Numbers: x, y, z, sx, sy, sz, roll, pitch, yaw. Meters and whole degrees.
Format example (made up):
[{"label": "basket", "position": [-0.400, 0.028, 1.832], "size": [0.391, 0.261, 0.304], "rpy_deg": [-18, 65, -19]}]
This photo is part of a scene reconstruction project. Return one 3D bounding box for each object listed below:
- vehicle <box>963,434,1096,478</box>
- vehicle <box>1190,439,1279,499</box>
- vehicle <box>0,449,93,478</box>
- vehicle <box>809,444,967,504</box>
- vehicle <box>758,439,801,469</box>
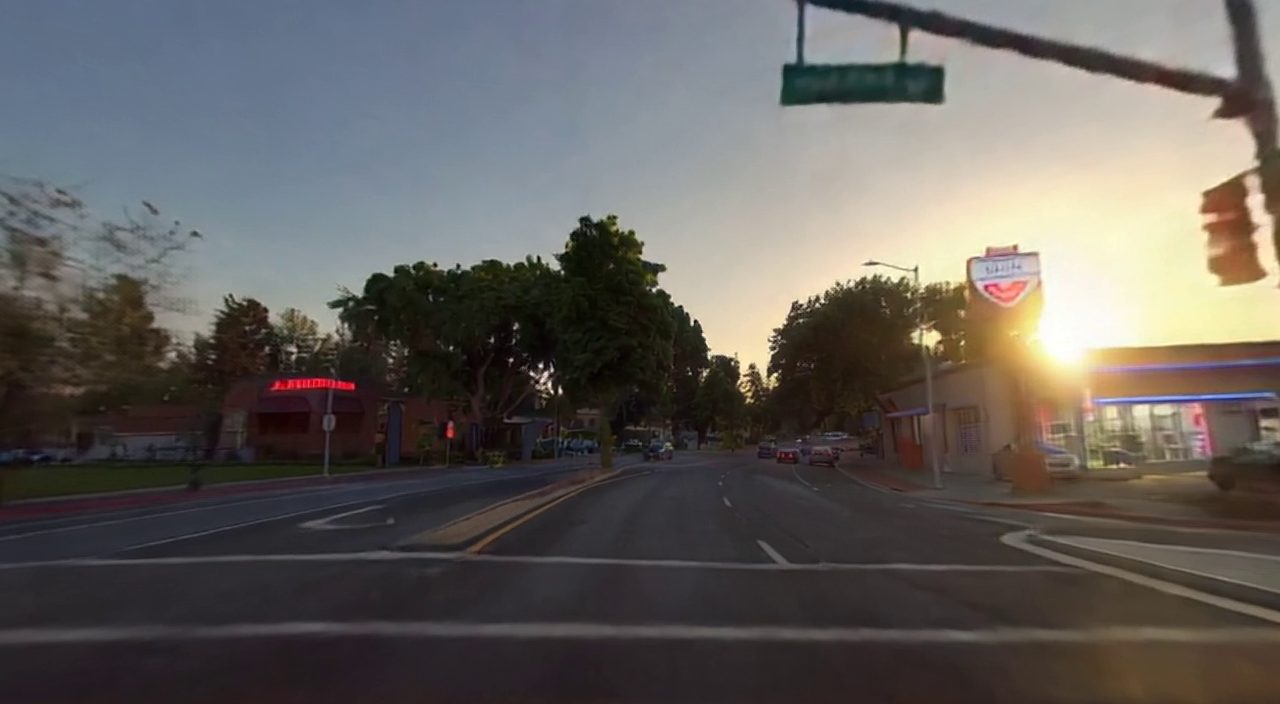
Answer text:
[{"label": "vehicle", "position": [17.467, 4.670, 28.561], "size": [4.557, 1.825, 2.350], "rpy_deg": [-2, -9, 14]}, {"label": "vehicle", "position": [18.498, 3.403, 18.658], "size": [4.135, 1.580, 1.908], "rpy_deg": [5, -10, -29]}, {"label": "vehicle", "position": [-37.835, 7.021, 40.035], "size": [2.143, 1.624, 4.728], "rpy_deg": [2, -8, -5]}, {"label": "vehicle", "position": [6.862, 3.380, 18.067], "size": [1.938, 1.466, 4.434], "rpy_deg": [2, -9, -14]}, {"label": "vehicle", "position": [8.628, 6.220, 38.696], "size": [2.311, 1.715, 4.287], "rpy_deg": [-2, -9, 16]}]
